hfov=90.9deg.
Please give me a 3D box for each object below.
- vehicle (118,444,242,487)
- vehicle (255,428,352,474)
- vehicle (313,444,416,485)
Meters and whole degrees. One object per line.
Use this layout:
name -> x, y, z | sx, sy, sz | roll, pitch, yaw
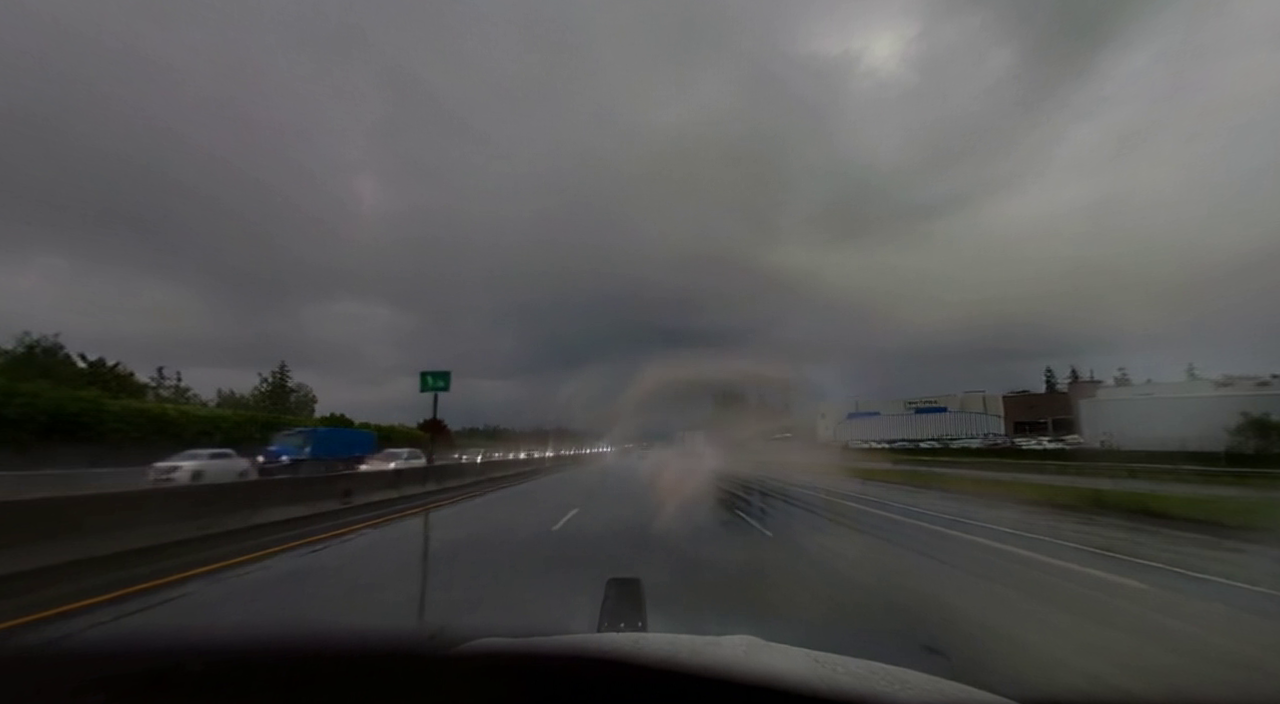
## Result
vehicle -> -18.799, 4.640, 26.055 | 1.803, 1.585, 4.350 | 0, -9, 0
vehicle -> -20.455, 6.089, 38.801 | 2.352, 2.598, 6.329 | 0, -9, 1
vehicle -> -10.917, 4.478, 25.383 | 2.064, 1.477, 4.488 | 0, -9, 1
